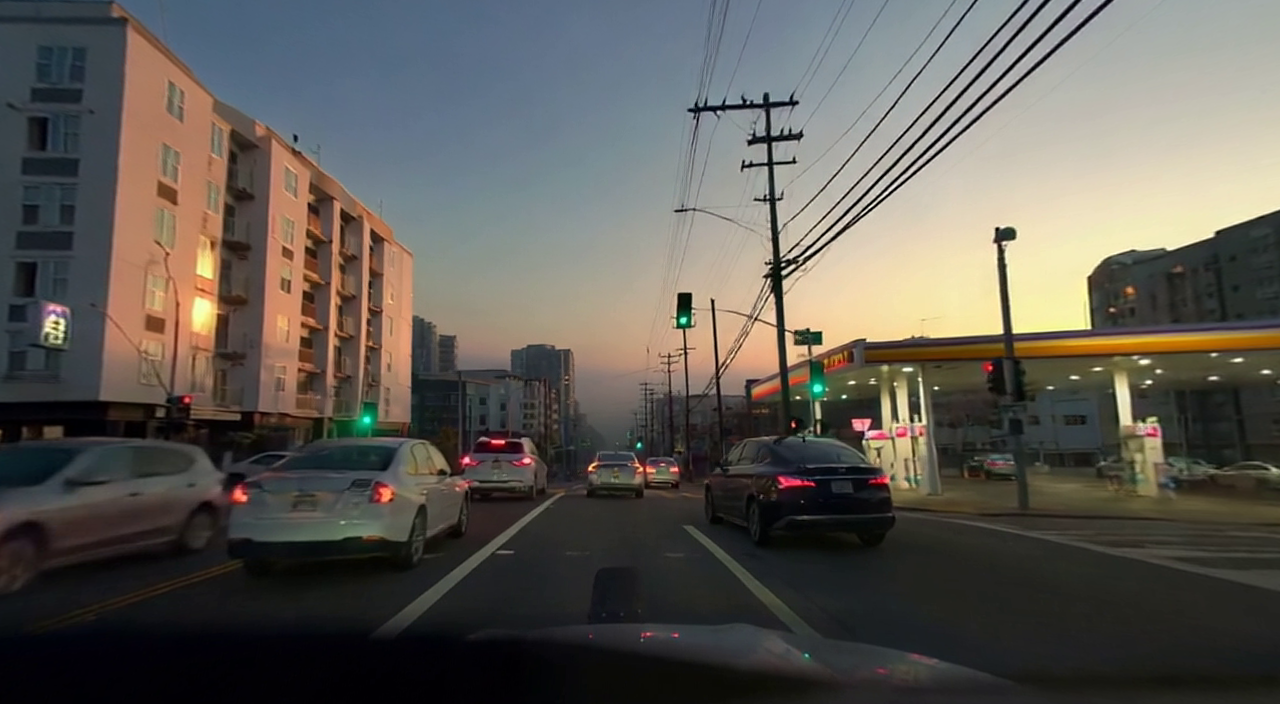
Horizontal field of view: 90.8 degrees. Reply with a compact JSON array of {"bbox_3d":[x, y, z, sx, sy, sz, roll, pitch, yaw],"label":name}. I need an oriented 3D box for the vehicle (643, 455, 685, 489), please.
[{"bbox_3d":[1.279,6.710,35.506,1.953,1.687,4.094,0,-8,-4],"label":"vehicle"}]

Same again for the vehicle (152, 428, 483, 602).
[{"bbox_3d":[-3.310,1.715,7.663,1.932,1.458,4.330,0,-8,-3],"label":"vehicle"}]

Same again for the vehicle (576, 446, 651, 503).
[{"bbox_3d":[-0.792,3.565,18.848,1.999,1.487,3.939,0,-8,-2],"label":"vehicle"}]

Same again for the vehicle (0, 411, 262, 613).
[{"bbox_3d":[-6.651,1.649,7.258,2.069,1.735,4.240,0,-8,-2],"label":"vehicle"}]

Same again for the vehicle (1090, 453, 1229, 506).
[{"bbox_3d":[20.658,5.039,25.423,1.878,1.680,4.244,-2,-7,-1],"label":"vehicle"}]

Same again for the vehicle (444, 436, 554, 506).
[{"bbox_3d":[-3.809,3.278,17.949,2.221,1.706,4.451,0,-8,-2],"label":"vehicle"}]

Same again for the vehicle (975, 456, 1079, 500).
[{"bbox_3d":[15.201,4.924,25.141,1.959,1.482,4.664,-2,-8,12],"label":"vehicle"}]

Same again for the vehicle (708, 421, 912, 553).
[{"bbox_3d":[2.389,2.010,10.155,1.945,1.647,4.160,0,-8,-3],"label":"vehicle"}]
